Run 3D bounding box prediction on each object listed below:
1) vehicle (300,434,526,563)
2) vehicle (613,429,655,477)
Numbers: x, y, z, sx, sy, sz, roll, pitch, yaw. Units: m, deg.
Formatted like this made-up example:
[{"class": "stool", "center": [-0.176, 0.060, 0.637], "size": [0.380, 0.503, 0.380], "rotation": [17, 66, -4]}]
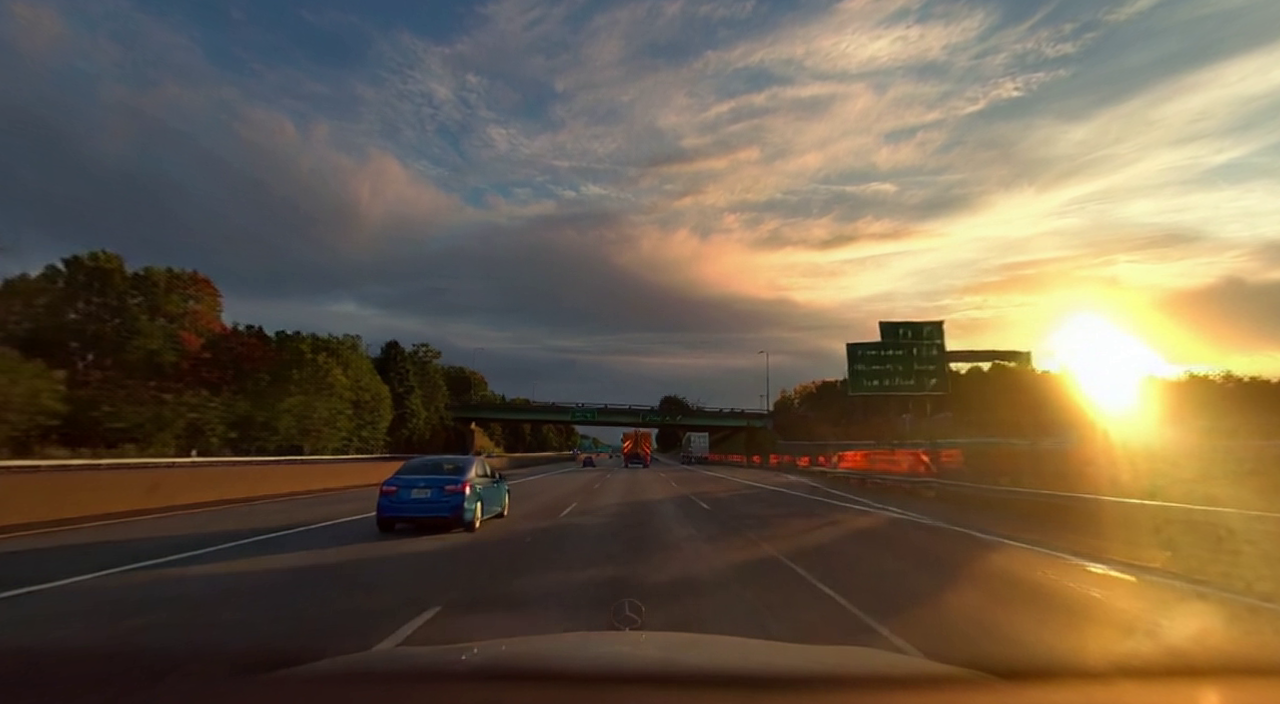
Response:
[{"class": "vehicle", "center": [-3.317, 2.220, 10.315], "size": [2.088, 1.643, 4.215], "rotation": [0, -9, 0]}, {"class": "vehicle", "center": [-0.508, 6.997, 43.779], "size": [2.672, 3.056, 6.900], "rotation": [0, -9, -2]}]
